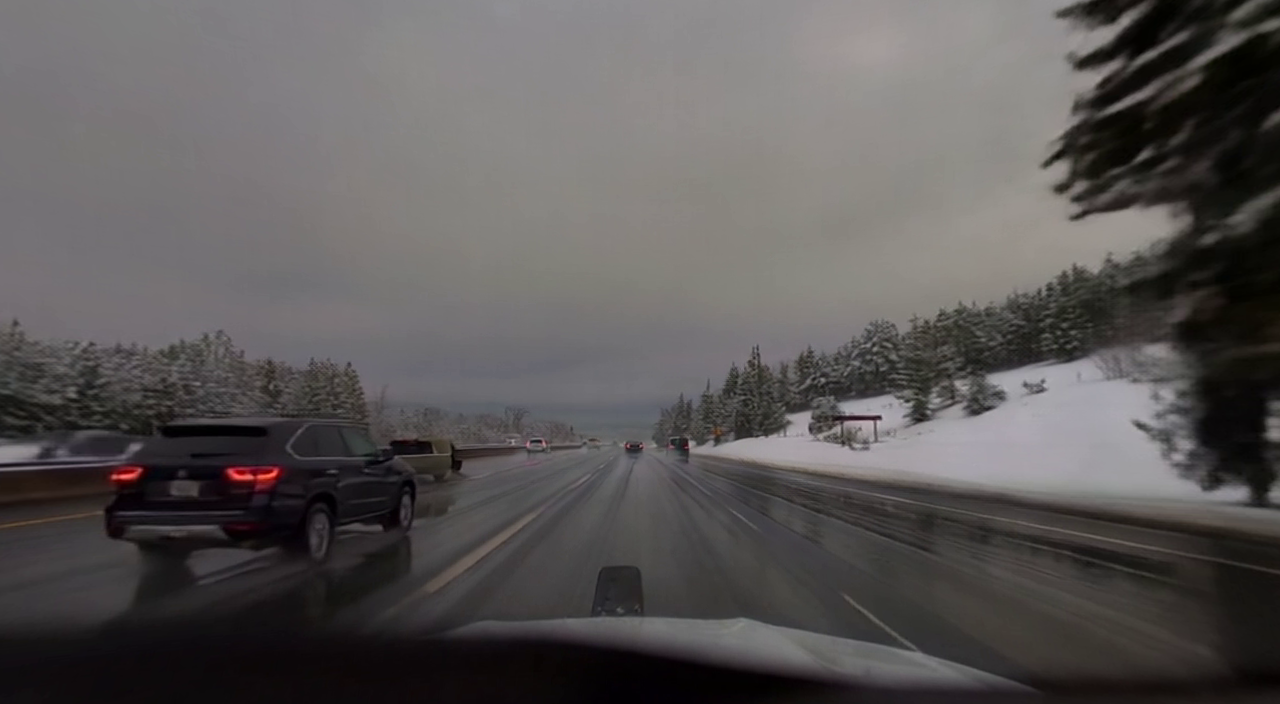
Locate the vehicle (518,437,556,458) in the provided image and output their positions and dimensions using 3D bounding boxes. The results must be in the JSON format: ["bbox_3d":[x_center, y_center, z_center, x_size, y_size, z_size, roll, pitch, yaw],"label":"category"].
[{"bbox_3d":[-7.587,7.116,47.021,2.020,1.447,4.322,0,-8,1],"label":"vehicle"}]

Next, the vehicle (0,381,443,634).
[{"bbox_3d":[-3.934,1.393,6.672,2.166,1.700,4.661,0,-8,0],"label":"vehicle"}]
